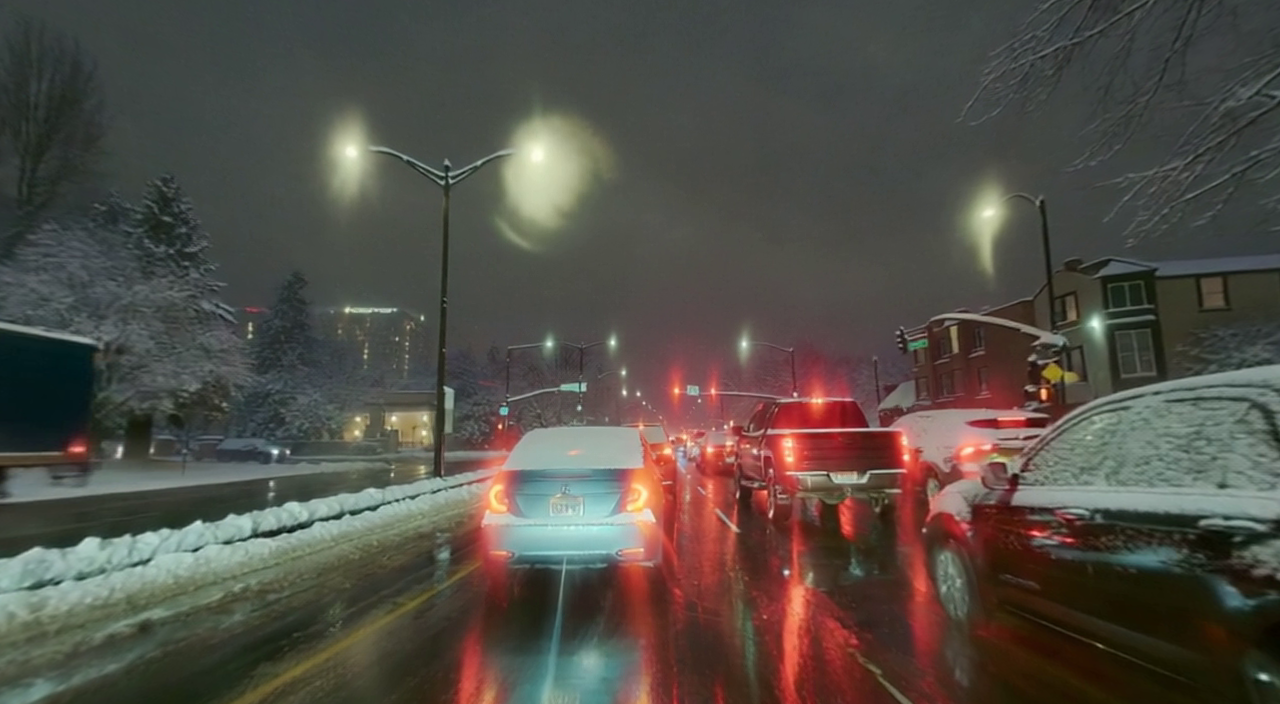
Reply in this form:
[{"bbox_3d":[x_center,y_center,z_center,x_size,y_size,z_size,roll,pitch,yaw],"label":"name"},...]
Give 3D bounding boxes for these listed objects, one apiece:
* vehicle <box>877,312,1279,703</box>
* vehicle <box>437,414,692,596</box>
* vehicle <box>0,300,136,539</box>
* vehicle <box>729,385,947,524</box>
[{"bbox_3d":[3.175,0.913,3.290,2.024,1.723,4.714,0,-8,0],"label":"vehicle"},{"bbox_3d":[-0.623,1.625,7.552,2.172,1.536,4.250,0,-9,1],"label":"vehicle"},{"bbox_3d":[-13.408,0.369,5.748,3.246,4.347,17.394,0,-9,0],"label":"vehicle"},{"bbox_3d":[3.518,2.043,12.866,2.497,2.186,5.890,0,-9,0],"label":"vehicle"}]
